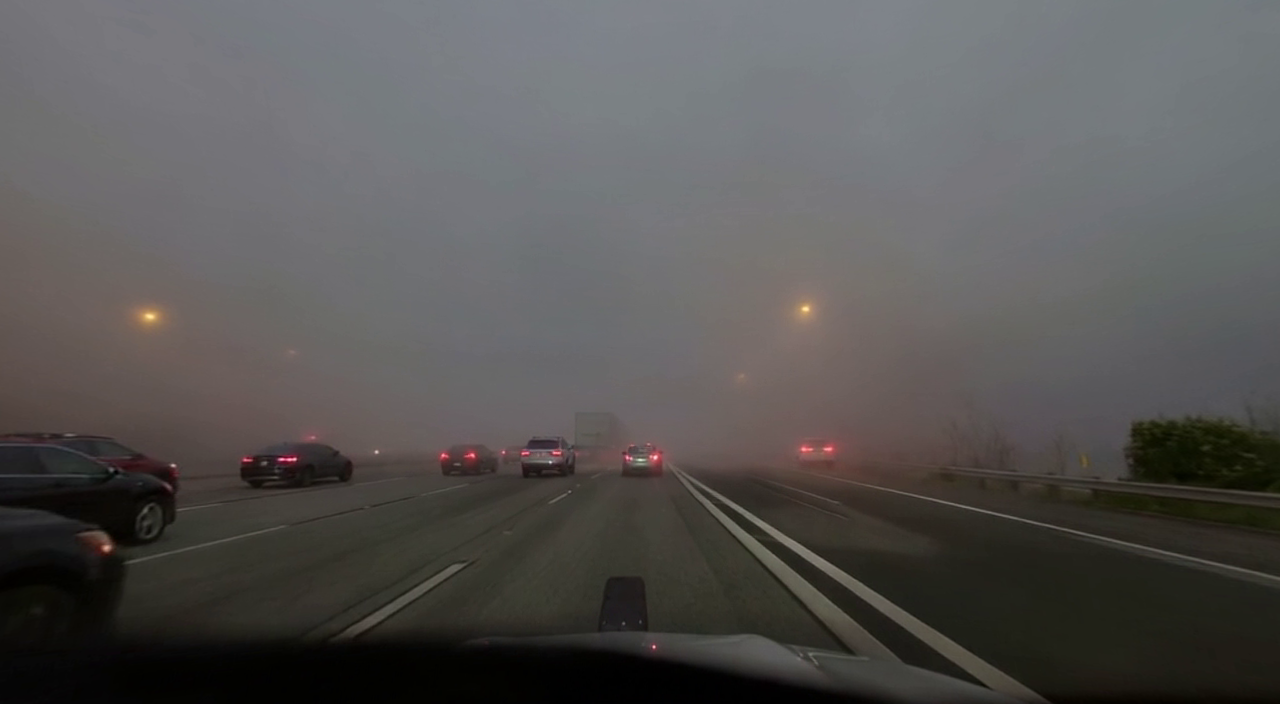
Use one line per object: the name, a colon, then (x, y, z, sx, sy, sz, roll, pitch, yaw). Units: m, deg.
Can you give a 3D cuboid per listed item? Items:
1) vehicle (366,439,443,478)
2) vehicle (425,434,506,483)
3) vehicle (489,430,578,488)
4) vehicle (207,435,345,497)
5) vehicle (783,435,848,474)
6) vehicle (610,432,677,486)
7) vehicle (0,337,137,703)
vehicle: (-10.795, 4.908, 29.284, 1.894, 1.669, 4.251, 0, -8, 0)
vehicle: (-6.949, 4.278, 25.635, 1.998, 1.770, 4.222, 0, -8, 1)
vehicle: (-3.541, 3.677, 21.930, 2.125, 1.792, 4.466, -1, -8, 3)
vehicle: (-10.980, 3.432, 19.401, 1.863, 1.696, 3.885, 0, -8, 1)
vehicle: (8.324, 4.893, 30.299, 2.026, 1.718, 4.522, -1, -8, 3)
vehicle: (0.153, 3.786, 22.581, 2.180, 1.716, 3.920, 0, -8, 1)
vehicle: (-3.443, 0.576, 0.660, 2.209, 1.711, 4.296, 0, -8, 1)
